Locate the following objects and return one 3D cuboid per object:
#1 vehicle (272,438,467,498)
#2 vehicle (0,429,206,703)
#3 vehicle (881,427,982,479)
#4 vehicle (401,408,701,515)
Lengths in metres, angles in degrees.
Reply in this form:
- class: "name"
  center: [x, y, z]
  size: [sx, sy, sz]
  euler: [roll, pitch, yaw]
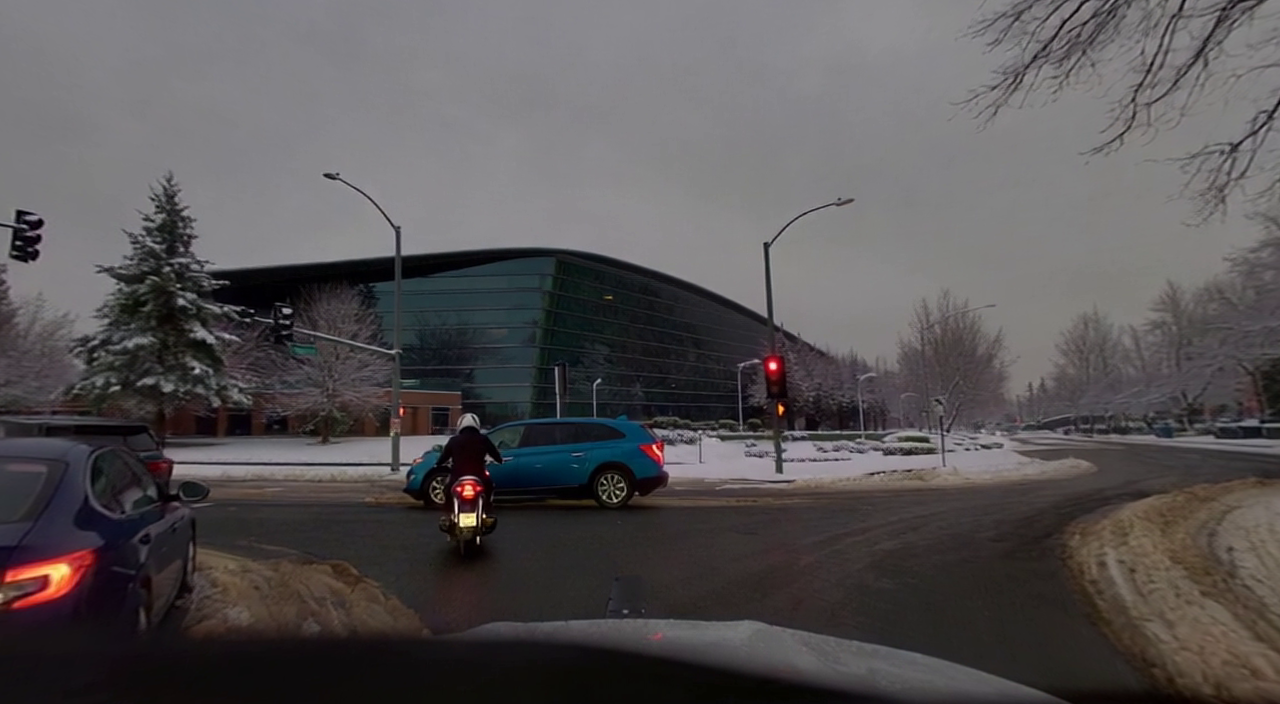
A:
- class: "vehicle"
  center: [-7.150, 3.087, 17.012]
  size: [4.401, 1.480, 1.864]
  euler: [-1, -8, 3]
- class: "vehicle"
  center: [-4.323, 1.297, 4.283]
  size: [2.009, 1.450, 4.182]
  euler: [6, -10, -36]
- class: "vehicle"
  center: [10.622, 3.608, 22.798]
  size: [2.084, 1.656, 4.583]
  euler: [-7, -11, 39]
- class: "vehicle"
  center: [-1.868, 2.263, 13.506]
  size: [5.833, 1.960, 2.341]
  euler: [2, -9, -16]
